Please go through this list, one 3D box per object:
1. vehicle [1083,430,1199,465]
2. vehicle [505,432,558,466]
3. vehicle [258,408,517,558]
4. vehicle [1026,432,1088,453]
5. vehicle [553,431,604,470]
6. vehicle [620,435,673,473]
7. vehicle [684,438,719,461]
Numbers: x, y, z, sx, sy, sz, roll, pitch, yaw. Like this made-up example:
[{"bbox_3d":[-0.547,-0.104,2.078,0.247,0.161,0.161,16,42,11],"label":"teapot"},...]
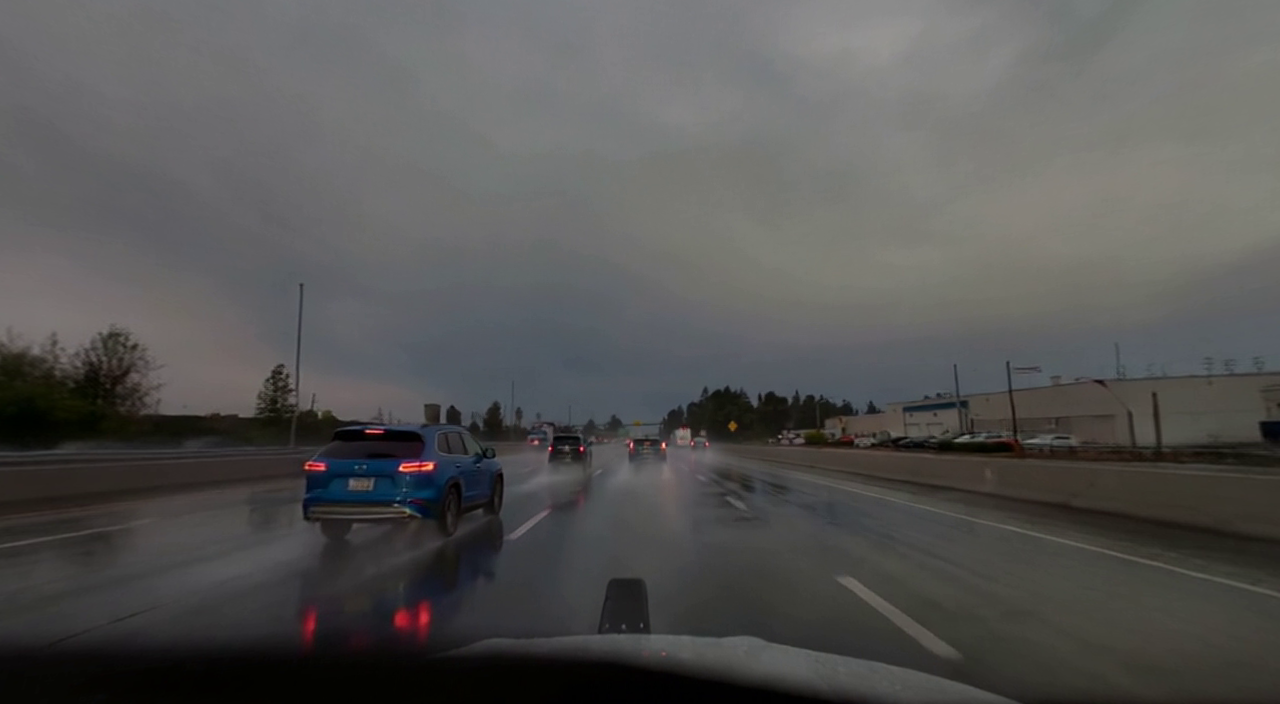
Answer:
[{"bbox_3d":[23.198,4.441,29.438,1.854,1.463,4.371,0,-8,1],"label":"vehicle"},{"bbox_3d":[-6.193,5.616,36.534,2.125,1.804,4.864,0,-8,1],"label":"vehicle"},{"bbox_3d":[-3.311,1.819,9.442,1.961,1.687,4.453,0,-8,1],"label":"vehicle"},{"bbox_3d":[30.028,6.556,45.567,1.743,1.467,4.058,0,-8,2],"label":"vehicle"},{"bbox_3d":[-2.902,4.796,30.846,2.007,1.730,4.412,0,-8,1],"label":"vehicle"},{"bbox_3d":[0.271,4.340,26.970,2.090,1.474,3.970,0,-8,0],"label":"vehicle"},{"bbox_3d":[4.263,6.808,44.257,1.980,1.492,4.442,0,-8,-1],"label":"vehicle"}]
